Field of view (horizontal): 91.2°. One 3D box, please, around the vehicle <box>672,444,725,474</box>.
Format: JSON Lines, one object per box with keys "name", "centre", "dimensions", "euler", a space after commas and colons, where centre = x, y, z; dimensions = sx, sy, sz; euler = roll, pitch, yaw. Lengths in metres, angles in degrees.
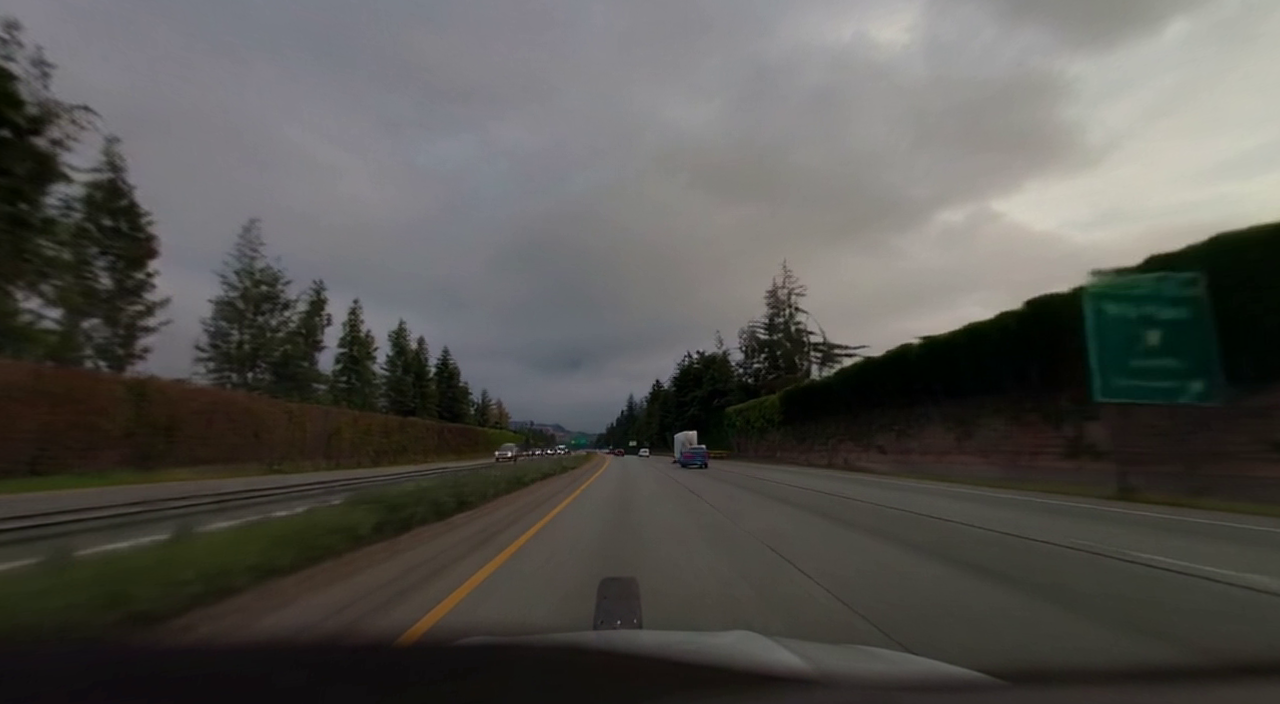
{"name": "vehicle", "centre": [3.083, 5.747, 33.938], "dimensions": [2.244, 1.498, 4.338], "euler": [0, -9, -3]}
